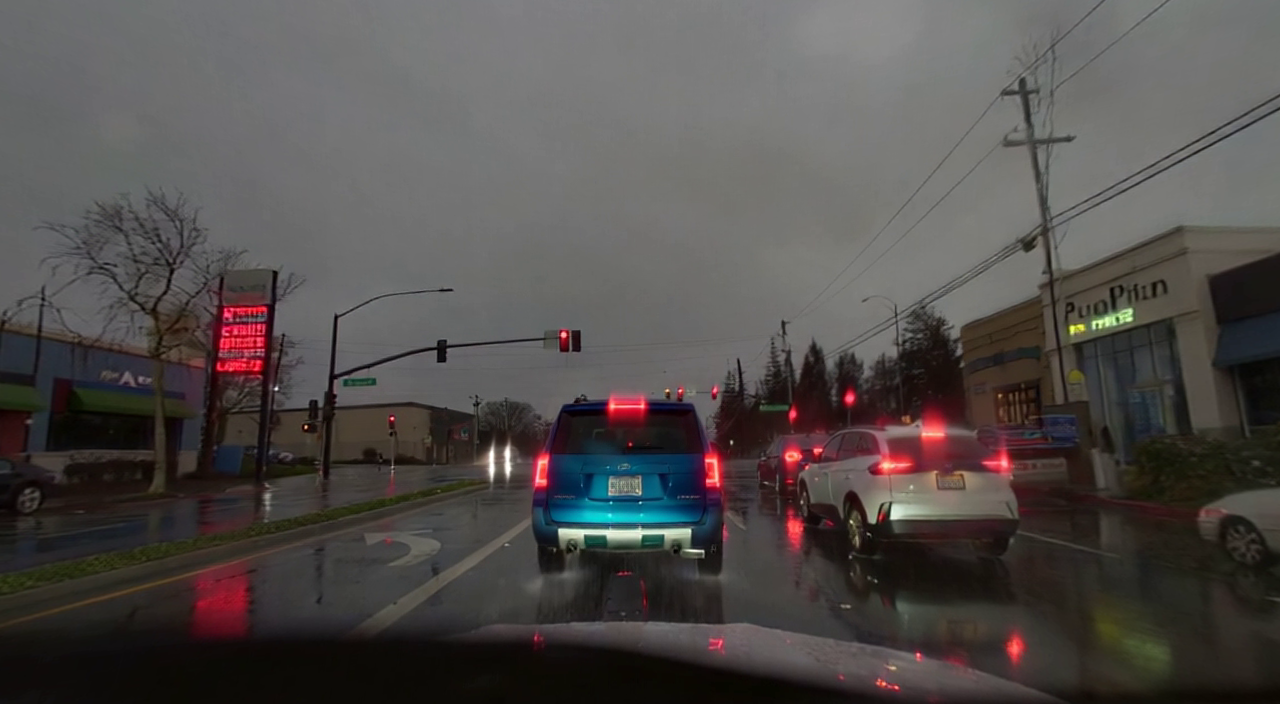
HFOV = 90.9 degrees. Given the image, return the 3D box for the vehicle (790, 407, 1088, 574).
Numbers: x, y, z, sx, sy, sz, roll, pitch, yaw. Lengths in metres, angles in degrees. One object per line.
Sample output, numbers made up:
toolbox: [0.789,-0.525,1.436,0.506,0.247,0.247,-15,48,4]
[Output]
vehicle: [3.626,1.758,8.787,2.036,1.719,4.318,0,-8,0]

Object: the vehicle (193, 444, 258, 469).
vehicle: [-27.424,6.880,41.866,1.693,1.563,3.716,0,-8,0]

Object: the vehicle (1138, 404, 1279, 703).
vehicle: [3.370,0.702,0.749,1.884,1.484,4.609,0,-8,2]

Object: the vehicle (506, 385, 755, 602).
vehicle: [0.001,1.533,7.686,2.154,1.861,4.280,0,-8,3]
